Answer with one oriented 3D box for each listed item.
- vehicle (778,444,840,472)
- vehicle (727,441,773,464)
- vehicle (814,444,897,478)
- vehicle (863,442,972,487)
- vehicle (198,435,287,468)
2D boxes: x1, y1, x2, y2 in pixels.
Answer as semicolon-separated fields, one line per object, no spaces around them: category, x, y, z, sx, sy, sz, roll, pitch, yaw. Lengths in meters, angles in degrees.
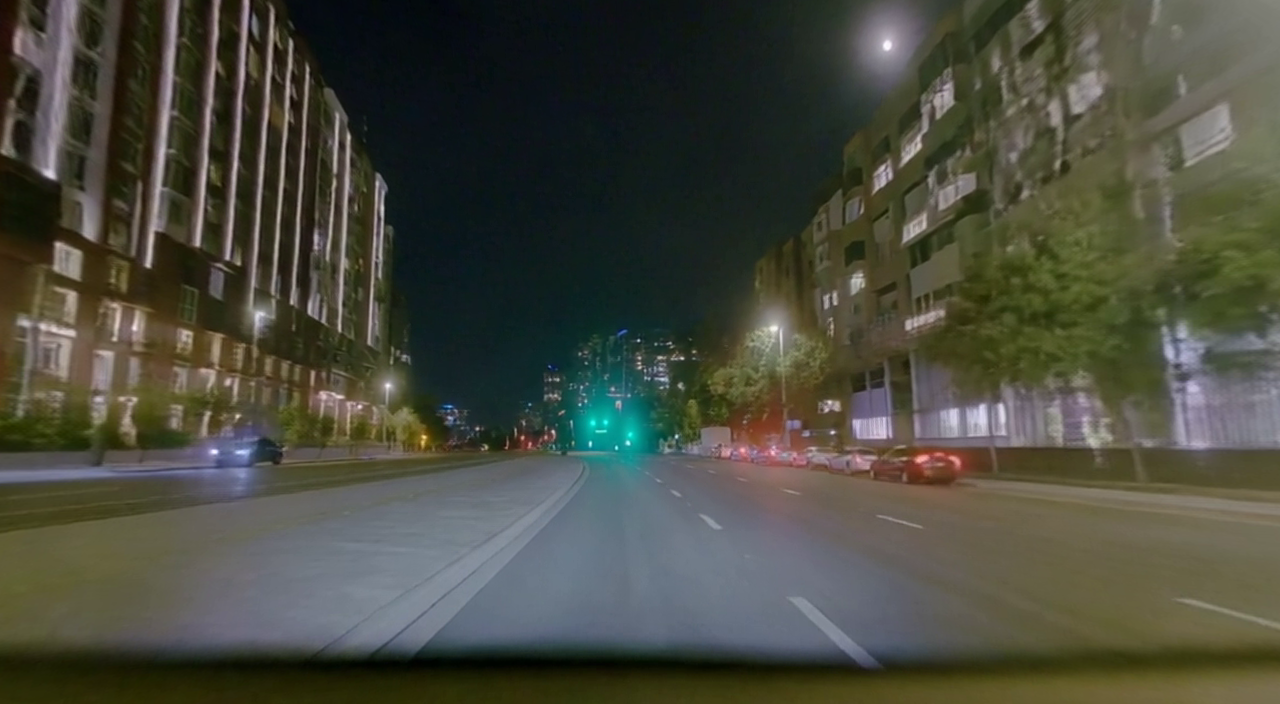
vehicle;9.582;6.043;36.162;1.895;1.467;4.885;0;-9;-4
vehicle;8.462;7.829;49.261;2.050;1.699;5.584;1;-9;-6
vehicle;10.119;5.163;30.129;1.838;1.466;4.704;1;-9;-6
vehicle;10.366;4.205;23.996;1.907;1.524;4.381;0;-9;-4
vehicle;-19.643;4.901;31.432;1.938;1.524;4.107;1;-8;-4
